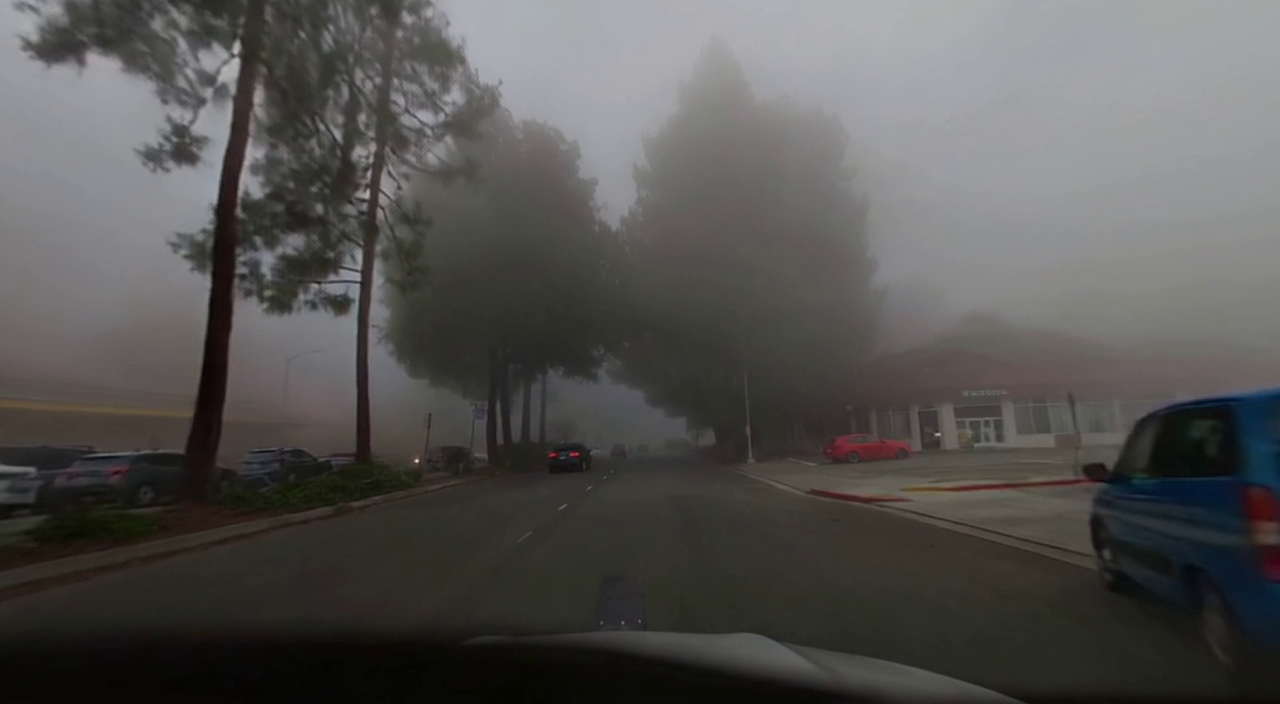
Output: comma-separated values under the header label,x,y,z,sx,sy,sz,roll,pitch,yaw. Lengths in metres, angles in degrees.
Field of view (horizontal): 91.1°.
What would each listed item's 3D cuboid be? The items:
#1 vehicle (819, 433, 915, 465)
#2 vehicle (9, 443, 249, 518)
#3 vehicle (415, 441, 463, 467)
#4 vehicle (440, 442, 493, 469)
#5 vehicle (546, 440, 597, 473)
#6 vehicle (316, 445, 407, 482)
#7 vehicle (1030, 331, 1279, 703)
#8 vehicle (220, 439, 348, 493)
label,x,y,z,sx,sy,sz,roll,pitch,yaw
vehicle,11.108,4.765,30.959,3.935,1.518,1.985,0,-8,-2
vehicle,-11.717,2.929,14.915,1.959,1.488,4.390,0,-8,1
vehicle,-14.968,7.600,47.122,1.936,1.813,4.921,-1,-8,0
vehicle,-11.717,7.009,42.757,2.024,1.656,4.837,-1,-8,2
vehicle,-3.293,5.091,30.891,1.966,1.481,4.385,0,-8,1
vehicle,-12.045,4.812,27.537,1.948,1.453,4.431,0,-8,0
vehicle,4.302,1.036,4.172,2.293,1.779,4.457,-4,-9,25
vehicle,-11.866,3.812,21.319,1.852,1.621,4.166,0,-8,1
